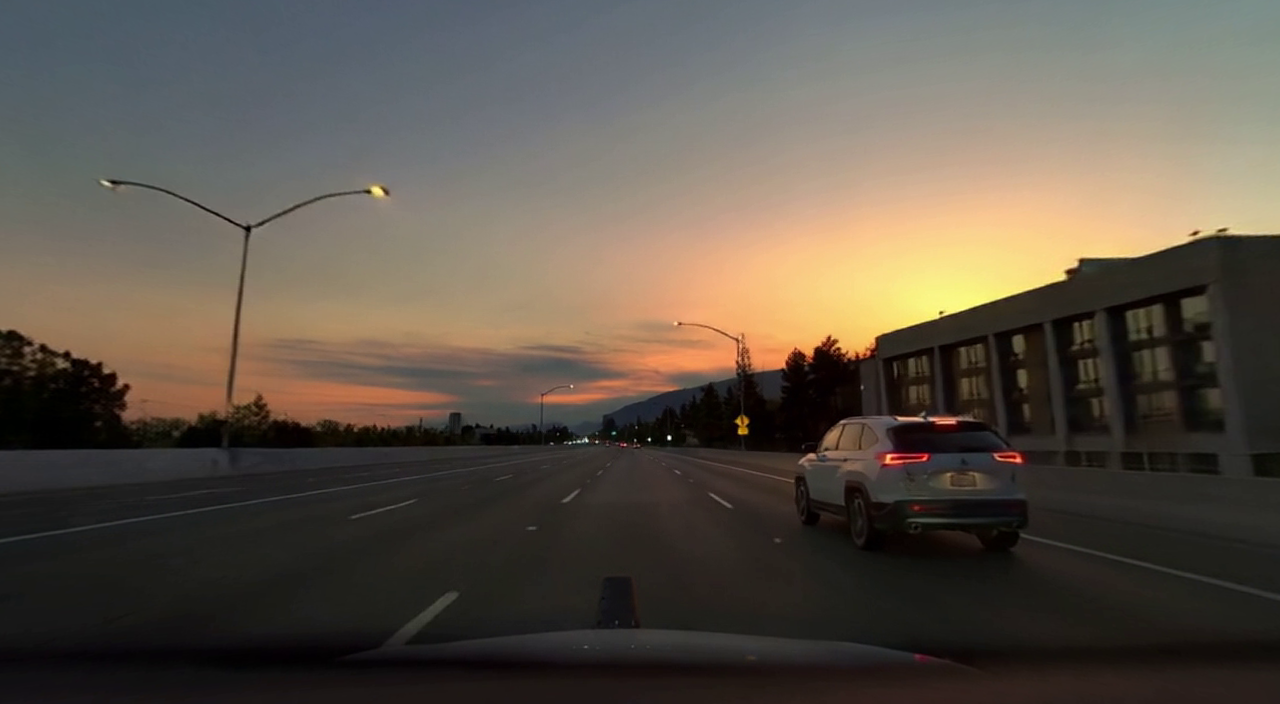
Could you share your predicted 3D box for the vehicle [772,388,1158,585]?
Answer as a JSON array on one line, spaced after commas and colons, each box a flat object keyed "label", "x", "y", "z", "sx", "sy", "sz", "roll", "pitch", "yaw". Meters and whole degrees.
[{"label": "vehicle", "x": 3.460, "y": 1.582, "z": 8.266, "sx": 2.212, "sy": 1.753, "sz": 5.064, "roll": 0, "pitch": -9, "yaw": -2}]
